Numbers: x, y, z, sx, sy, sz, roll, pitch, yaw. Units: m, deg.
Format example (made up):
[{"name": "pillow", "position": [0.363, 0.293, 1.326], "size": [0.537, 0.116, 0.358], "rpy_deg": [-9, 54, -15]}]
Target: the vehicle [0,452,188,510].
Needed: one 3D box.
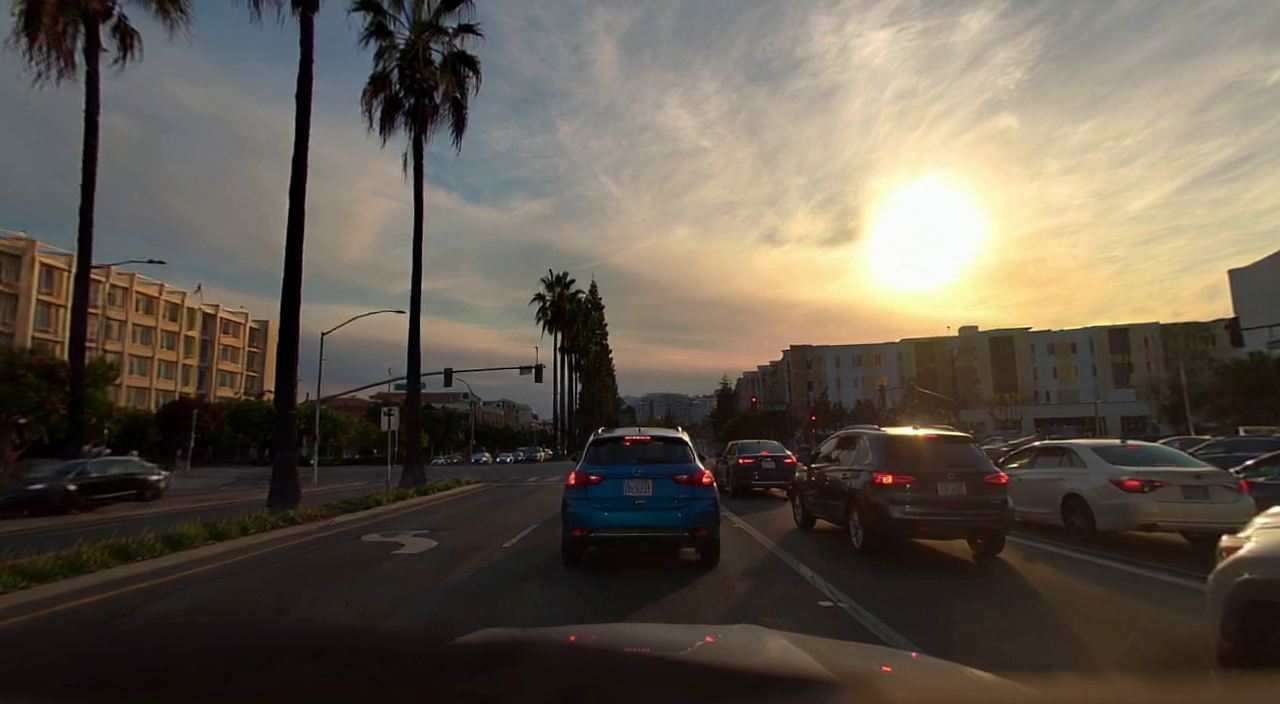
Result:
[{"name": "vehicle", "position": [-15.997, 3.708, 18.679], "size": [2.021, 1.464, 4.505], "rpy_deg": [0, -9, -2]}]

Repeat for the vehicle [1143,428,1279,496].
[{"name": "vehicle", "position": [18.061, 3.200, 18.484], "size": [4.786, 1.848, 2.107], "rpy_deg": [0, -9, -1]}]

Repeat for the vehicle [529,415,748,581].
[{"name": "vehicle", "position": [-0.020, 1.708, 8.120], "size": [2.083, 1.572, 4.021], "rpy_deg": [0, -9, 0]}]

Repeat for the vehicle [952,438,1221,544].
[{"name": "vehicle", "position": [7.370, 2.291, 11.055], "size": [1.832, 1.477, 3.981], "rpy_deg": [0, -9, 2]}]

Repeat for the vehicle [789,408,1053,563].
[{"name": "vehicle", "position": [3.663, 1.820, 9.249], "size": [1.947, 1.725, 4.159], "rpy_deg": [0, -9, 0]}]
